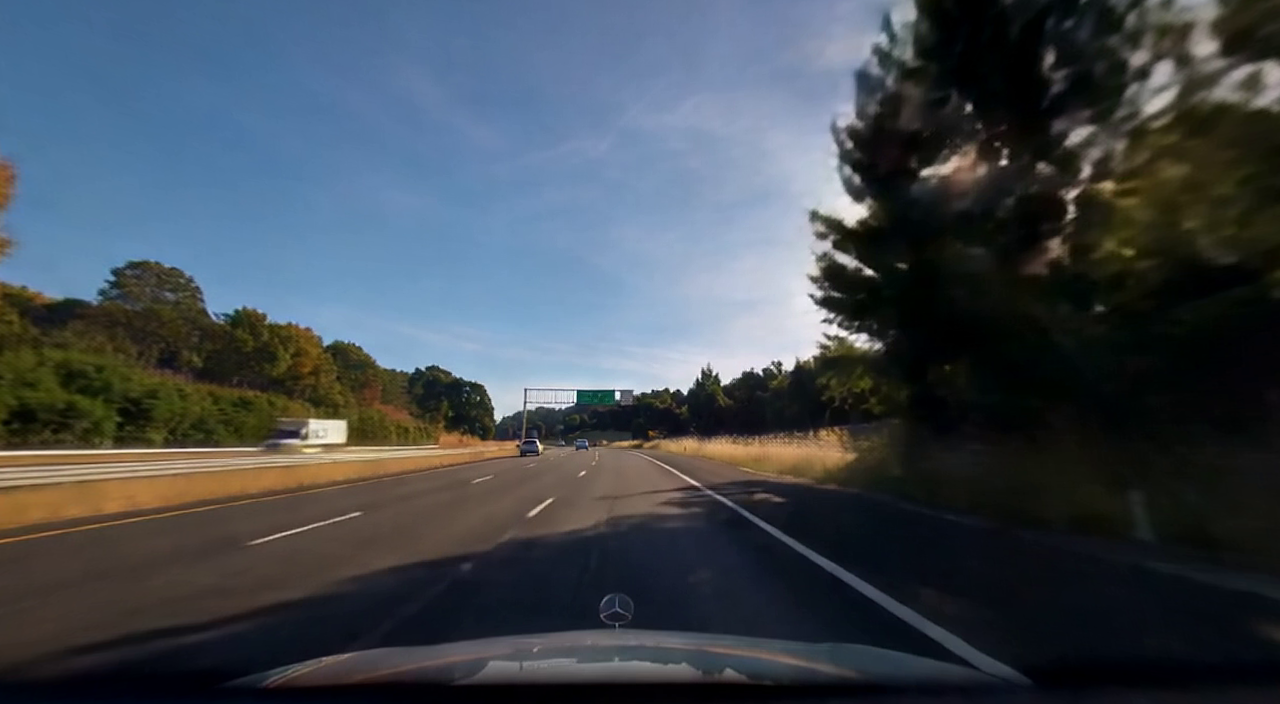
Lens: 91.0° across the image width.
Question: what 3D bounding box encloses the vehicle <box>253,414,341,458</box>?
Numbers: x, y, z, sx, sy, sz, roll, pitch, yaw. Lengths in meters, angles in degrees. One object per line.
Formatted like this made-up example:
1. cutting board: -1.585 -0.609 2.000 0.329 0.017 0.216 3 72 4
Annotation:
1. vehicle: -25.111 6.257 46.594 2.551 2.904 7.387 0 -8 -2
